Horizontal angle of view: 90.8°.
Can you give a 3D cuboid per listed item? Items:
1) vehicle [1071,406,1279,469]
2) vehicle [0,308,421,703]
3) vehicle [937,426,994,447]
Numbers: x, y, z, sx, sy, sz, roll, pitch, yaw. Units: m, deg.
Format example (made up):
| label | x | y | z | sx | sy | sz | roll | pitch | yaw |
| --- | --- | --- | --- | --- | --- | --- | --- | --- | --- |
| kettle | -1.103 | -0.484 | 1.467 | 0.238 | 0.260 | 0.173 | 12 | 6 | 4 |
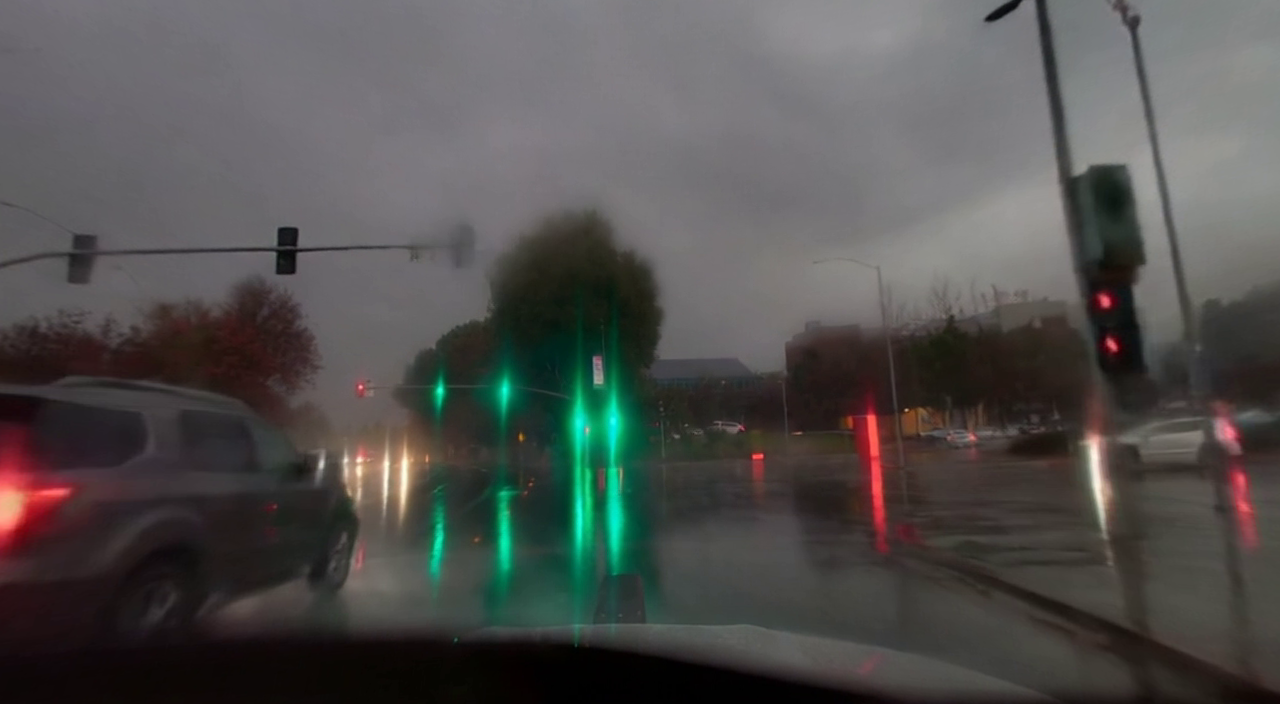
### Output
| label | x | y | z | sx | sy | sz | roll | pitch | yaw |
| --- | --- | --- | --- | --- | --- | --- | --- | --- | --- |
| vehicle | 16.937 | 2.754 | 20.091 | 4.857 | 1.803 | 2.147 | -4 | -9 | 23 |
| vehicle | -3.629 | 1.081 | 4.797 | 2.134 | 1.799 | 5.082 | 0 | -9 | 0 |
| vehicle | 25.376 | 6.626 | 49.224 | 3.966 | 1.585 | 1.921 | 4 | -10 | -27 |
